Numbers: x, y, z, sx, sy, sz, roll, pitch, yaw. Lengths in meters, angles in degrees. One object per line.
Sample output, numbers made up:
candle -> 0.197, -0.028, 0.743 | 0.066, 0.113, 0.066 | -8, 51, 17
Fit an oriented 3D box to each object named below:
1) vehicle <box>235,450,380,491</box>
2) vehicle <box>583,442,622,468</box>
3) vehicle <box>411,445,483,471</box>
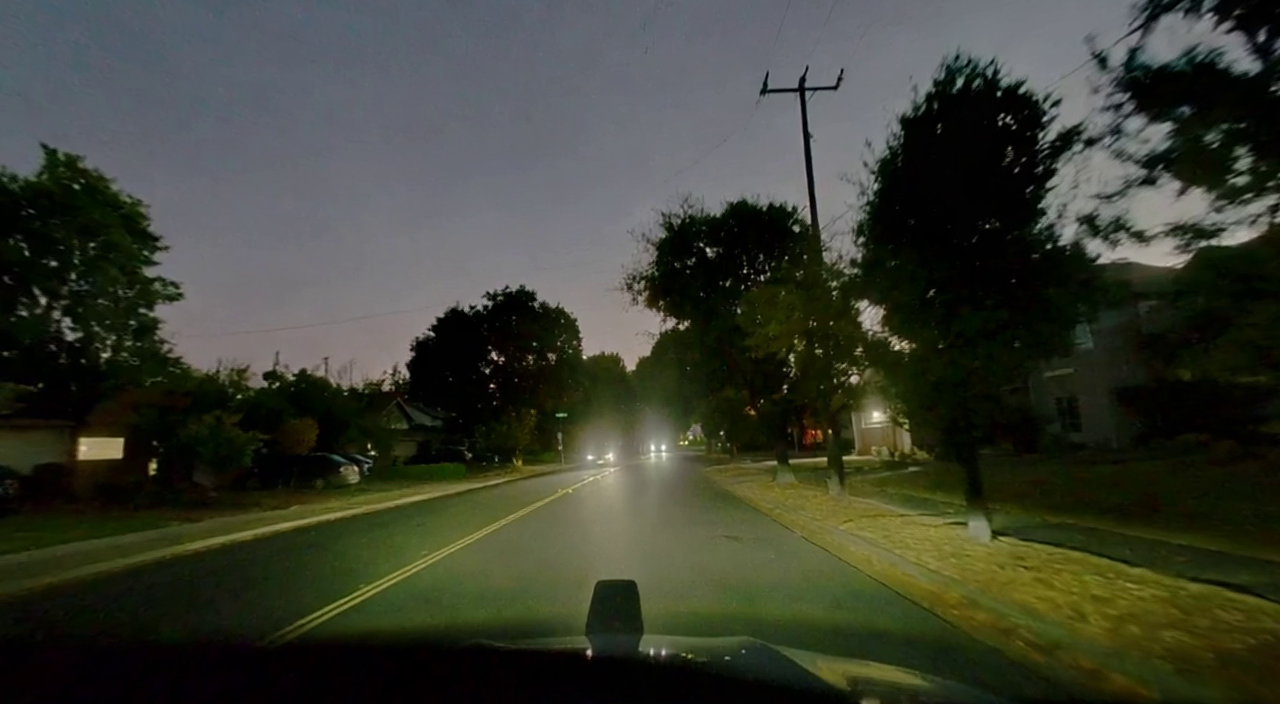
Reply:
vehicle -> -13.396, 4.782, 25.686 | 4.703, 1.487, 2.002 | 1, -9, -1
vehicle -> -2.673, 7.420, 45.806 | 2.131, 1.731, 4.533 | -1, -9, 5
vehicle -> -12.990, 7.191, 42.778 | 4.237, 1.687, 1.970 | 0, -9, -1
